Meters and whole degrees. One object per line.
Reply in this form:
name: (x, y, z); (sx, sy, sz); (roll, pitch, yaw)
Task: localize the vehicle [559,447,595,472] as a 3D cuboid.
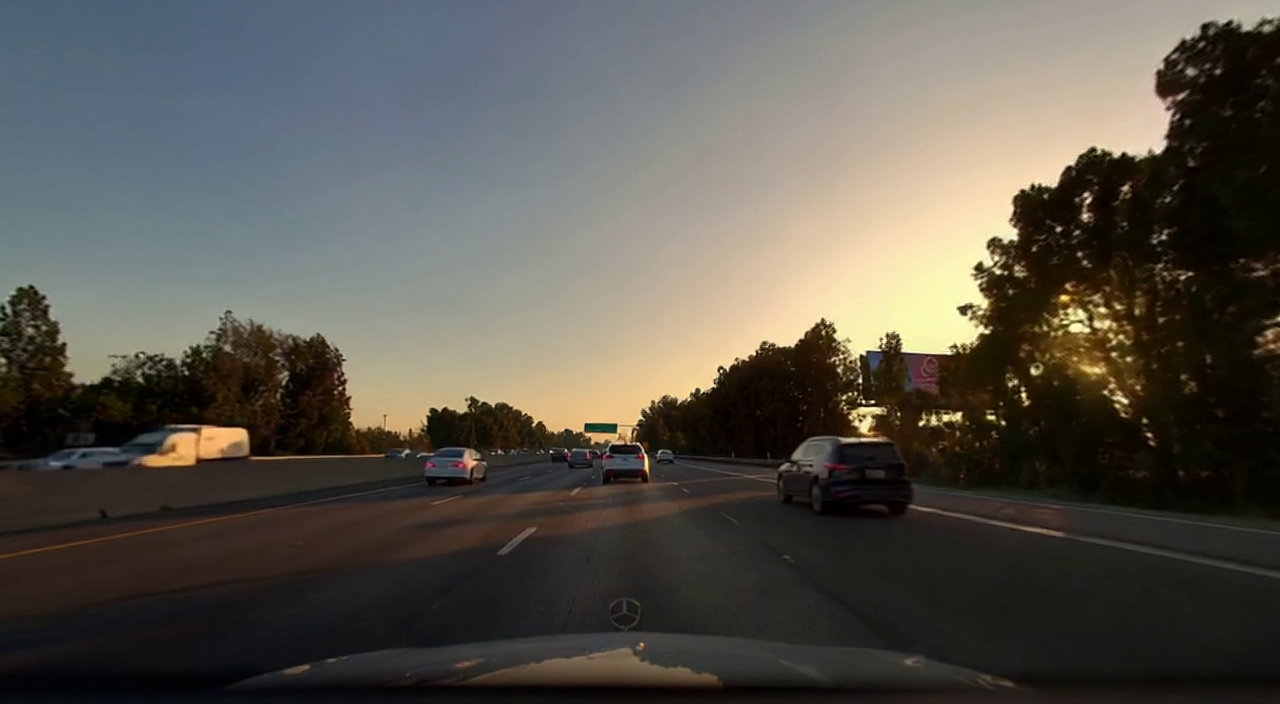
vehicle: (-3.995, 6.838, 40.313); (1.889, 1.522, 4.465); (0, -9, -1)

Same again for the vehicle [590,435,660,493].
vehicle: (-0.474, 3.825, 21.858); (2.127, 1.749, 4.776); (0, -9, 0)

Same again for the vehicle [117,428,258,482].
vehicle: (-22.761, 5.221, 32.199); (2.547, 2.468, 6.237); (0, -9, 0)

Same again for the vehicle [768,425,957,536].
vehicle: (3.946, 2.346, 12.118); (1.925, 1.716, 4.378); (0, -9, -2)

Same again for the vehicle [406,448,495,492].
vehicle: (-7.063, 4.423, 24.074); (1.892, 1.468, 4.792); (0, -9, 0)

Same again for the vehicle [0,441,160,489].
vehicle: (-22.678, 4.493, 25.436); (2.220, 1.730, 5.503); (0, -9, -1)
